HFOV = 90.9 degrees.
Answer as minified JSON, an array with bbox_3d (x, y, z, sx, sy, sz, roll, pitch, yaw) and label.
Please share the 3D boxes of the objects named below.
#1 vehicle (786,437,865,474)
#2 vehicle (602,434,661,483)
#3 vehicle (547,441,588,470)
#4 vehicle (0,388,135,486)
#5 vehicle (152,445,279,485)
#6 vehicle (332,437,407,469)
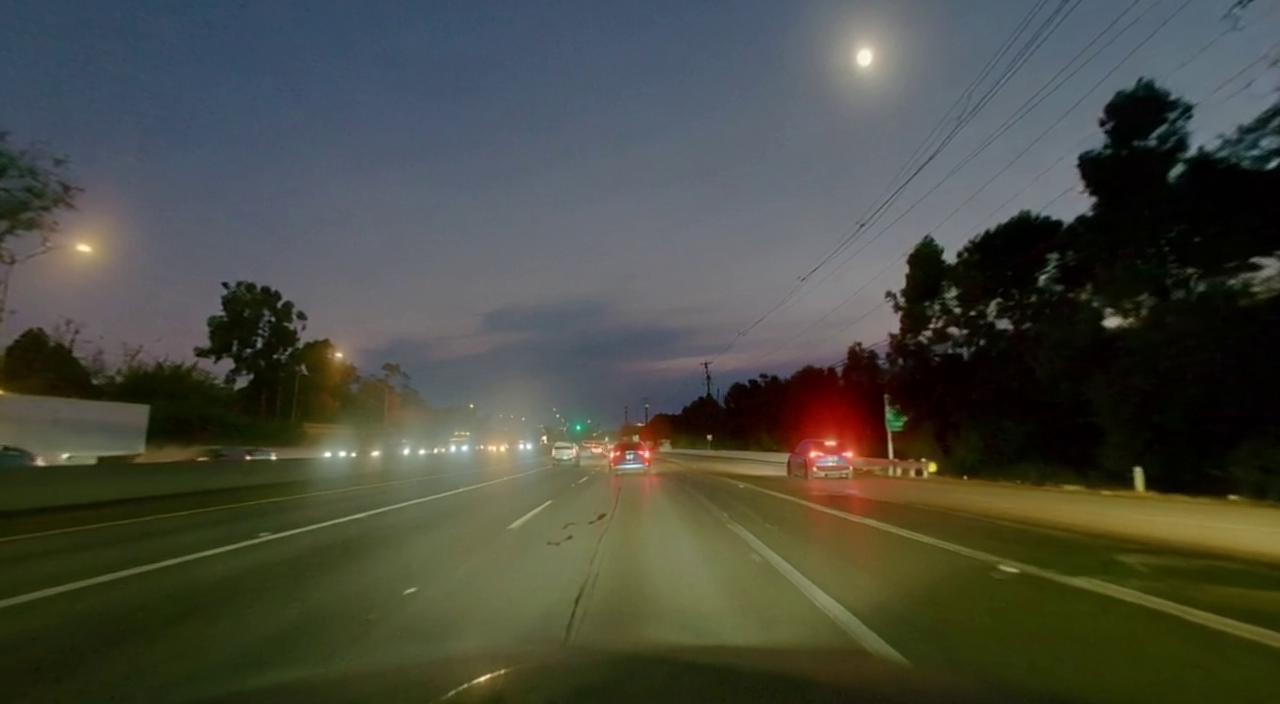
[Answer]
[{"bbox_3d":[9.220,5.195,31.845,2.099,1.720,4.829,1,-9,-6],"label":"vehicle"},{"bbox_3d":[-0.336,4.266,25.488,2.192,1.769,4.287,0,-9,-1],"label":"vehicle"},{"bbox_3d":[-4.505,6.535,39.947,2.130,1.685,4.341,0,-9,-1],"label":"vehicle"},{"bbox_3d":[-23.849,3.324,24.243,2.795,3.380,7.270,0,-9,-1],"label":"vehicle"},{"bbox_3d":[-16.695,4.448,25.158,1.838,1.424,4.575,-1,-9,1],"label":"vehicle"},{"bbox_3d":[-16.600,6.225,39.036,2.228,1.808,5.608,0,-9,-1],"label":"vehicle"}]
